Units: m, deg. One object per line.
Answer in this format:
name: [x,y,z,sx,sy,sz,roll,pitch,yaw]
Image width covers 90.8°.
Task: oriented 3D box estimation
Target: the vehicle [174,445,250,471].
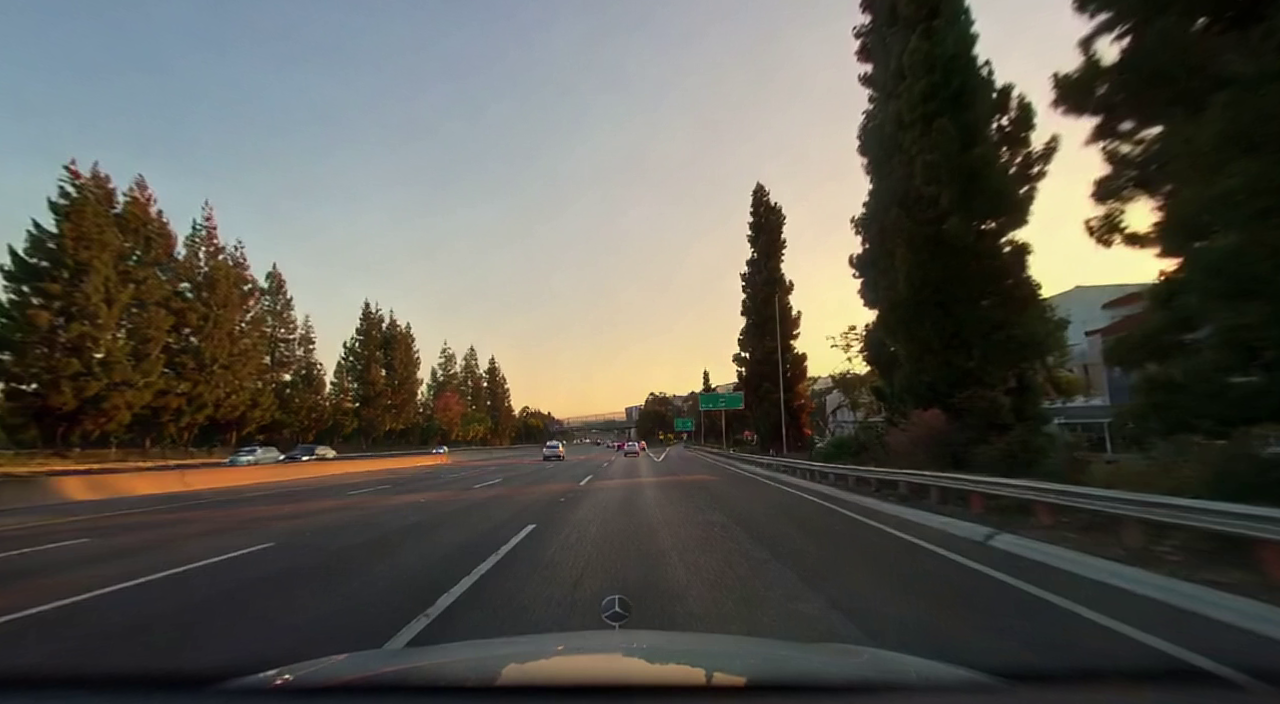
vehicle: [-29.407,7.301,43.594,2.115,1.686,4.501,0,-9,0]
